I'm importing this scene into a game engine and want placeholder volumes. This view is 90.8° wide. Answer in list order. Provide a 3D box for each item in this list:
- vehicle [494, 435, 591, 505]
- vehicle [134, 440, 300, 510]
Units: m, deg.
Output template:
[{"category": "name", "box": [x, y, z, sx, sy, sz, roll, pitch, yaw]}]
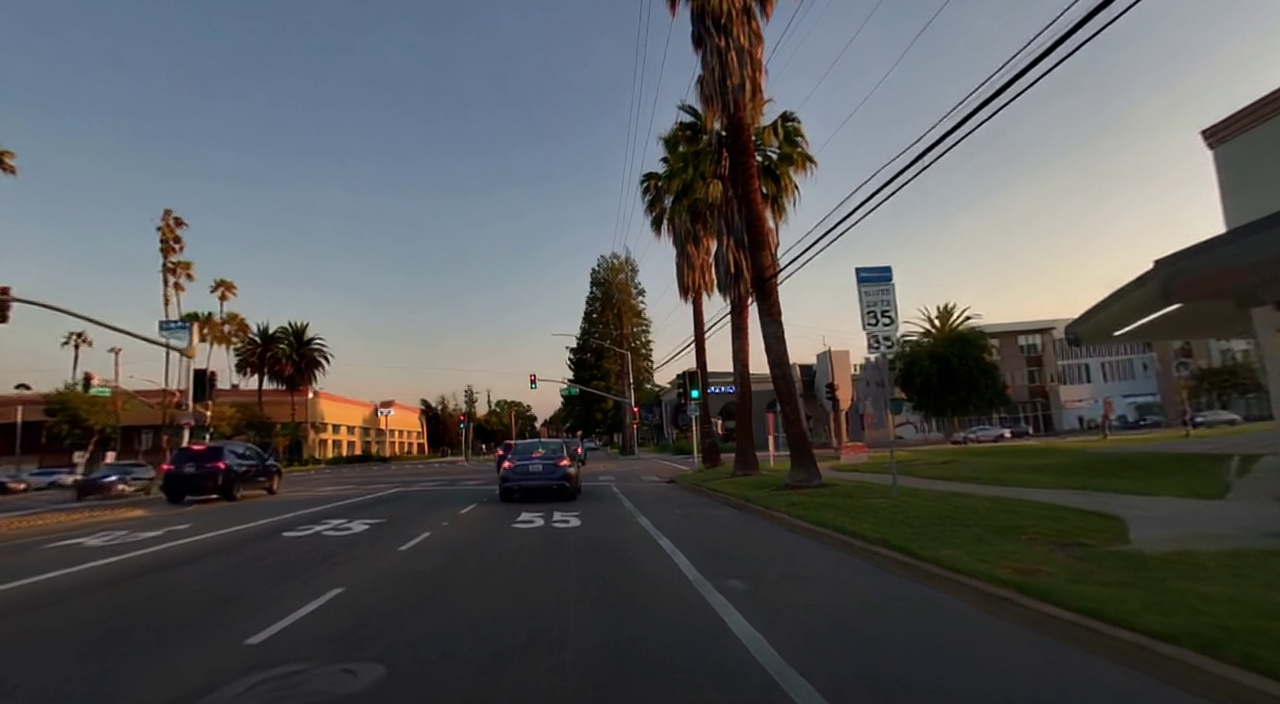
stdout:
[{"category": "vehicle", "box": [-2.326, 2.862, 15.814, 2.063, 1.474, 4.334, 0, -8, -6]}, {"category": "vehicle", "box": [-12.492, 3.614, 19.156, 2.050, 1.811, 4.752, 0, -8, -5]}]
